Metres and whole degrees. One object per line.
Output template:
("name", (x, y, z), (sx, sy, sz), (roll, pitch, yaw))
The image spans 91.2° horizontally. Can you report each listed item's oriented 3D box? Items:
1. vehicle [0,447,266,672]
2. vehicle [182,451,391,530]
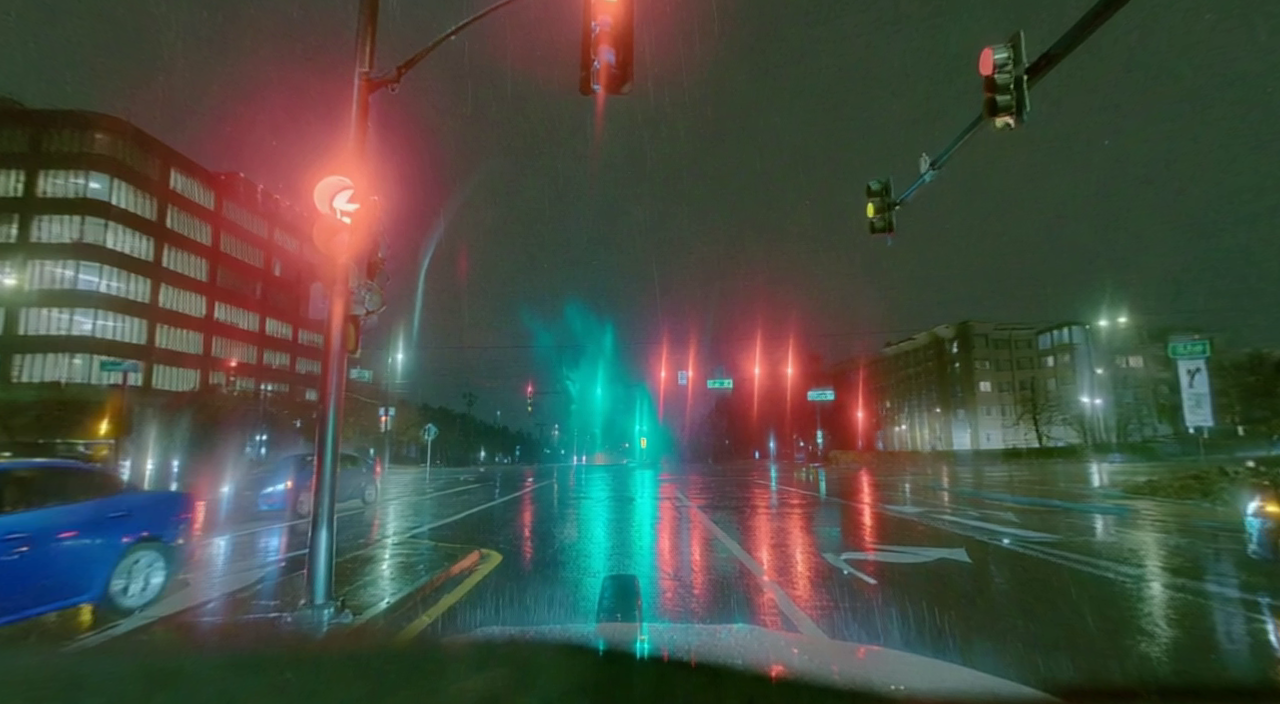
("vehicle", (-5.407, 1.514, 4.764), (1.943, 1.553, 4.571), (-1, -9, 6))
("vehicle", (-8.383, 3.269, 15.466), (1.970, 1.578, 4.470), (-2, -9, 11))
